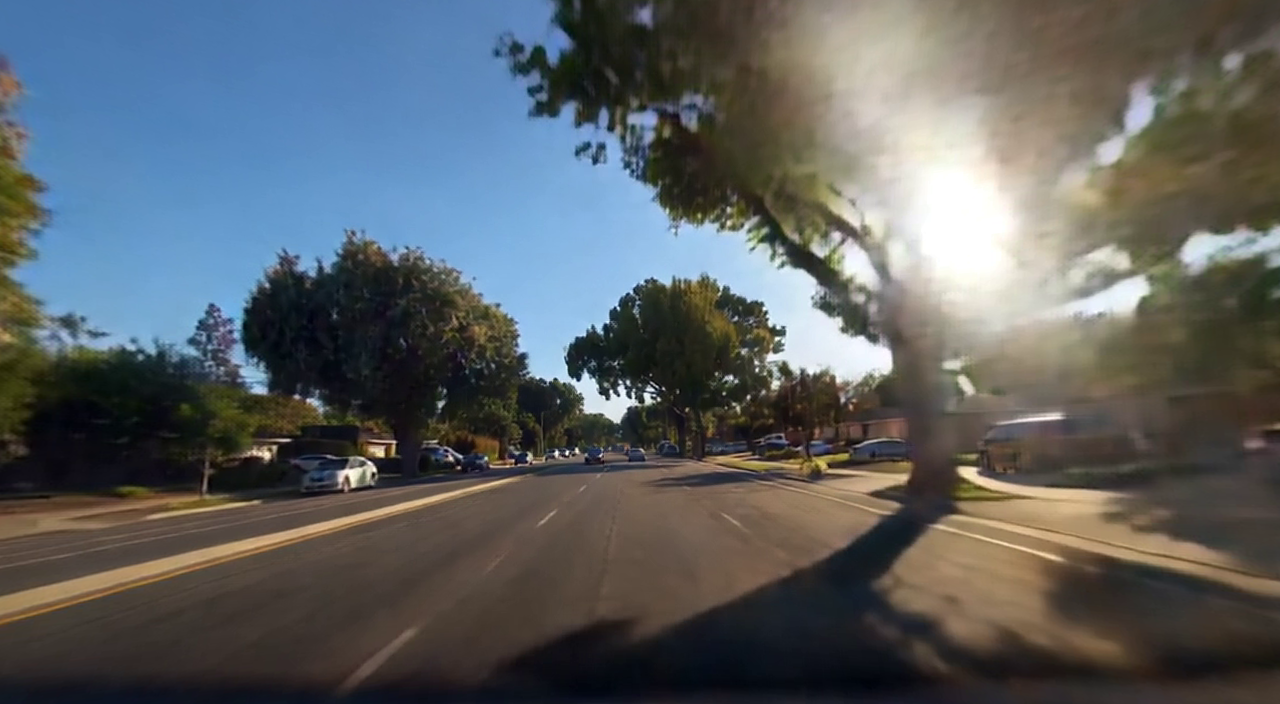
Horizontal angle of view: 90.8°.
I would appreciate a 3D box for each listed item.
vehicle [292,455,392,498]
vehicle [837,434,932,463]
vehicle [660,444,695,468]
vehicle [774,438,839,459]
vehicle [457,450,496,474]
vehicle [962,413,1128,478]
[{"bbox_3d":[-11.634,4.856,25.015,1.851,1.459,4.295,0,-9,0],"label":"vehicle"},{"bbox_3d":[12.812,5.068,33.218,4.237,1.476,1.743,0,-9,0],"label":"vehicle"},{"bbox_3d":[2.574,7.289,44.348,1.983,1.557,4.078,0,-9,-3],"label":"vehicle"},{"bbox_3d":[12.140,7.066,46.232,4.183,1.516,1.884,0,-8,2],"label":"vehicle"},{"bbox_3d":[-12.330,8.307,48.002,1.822,1.699,4.791,0,-9,-2],"label":"vehicle"},{"bbox_3d":[11.970,2.827,19.147,2.044,1.716,4.637,0,-9,2],"label":"vehicle"}]
